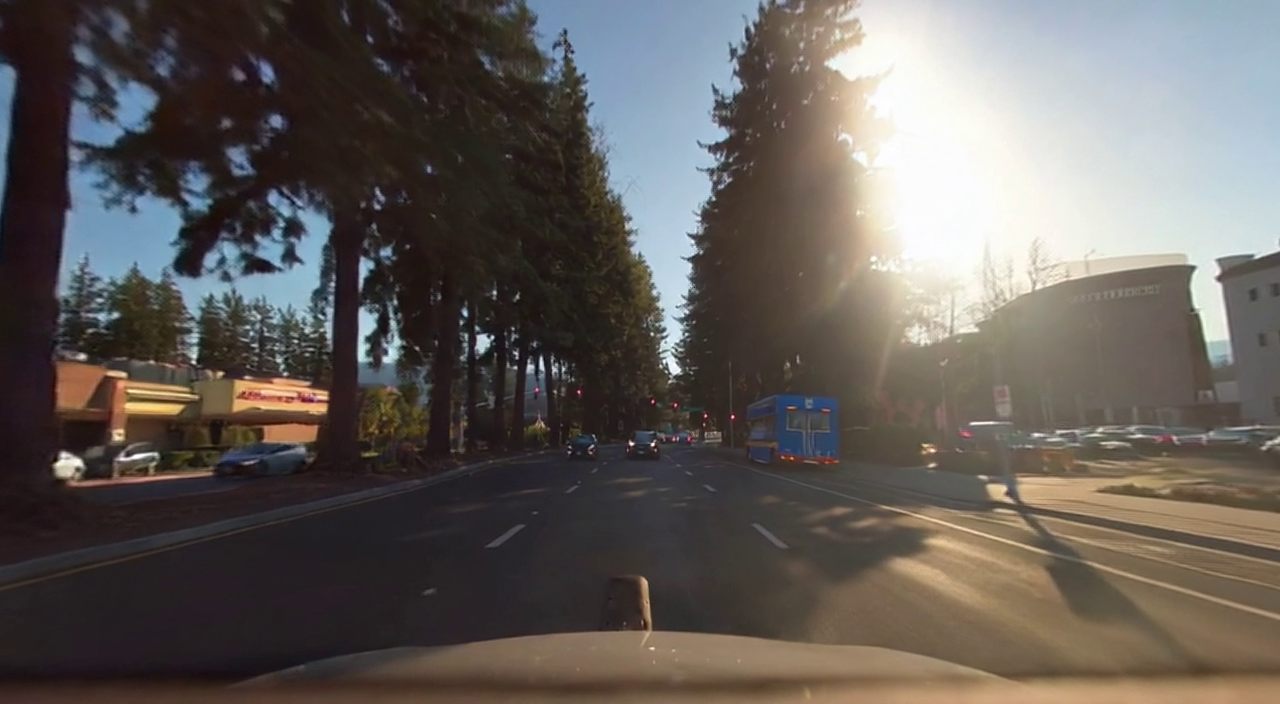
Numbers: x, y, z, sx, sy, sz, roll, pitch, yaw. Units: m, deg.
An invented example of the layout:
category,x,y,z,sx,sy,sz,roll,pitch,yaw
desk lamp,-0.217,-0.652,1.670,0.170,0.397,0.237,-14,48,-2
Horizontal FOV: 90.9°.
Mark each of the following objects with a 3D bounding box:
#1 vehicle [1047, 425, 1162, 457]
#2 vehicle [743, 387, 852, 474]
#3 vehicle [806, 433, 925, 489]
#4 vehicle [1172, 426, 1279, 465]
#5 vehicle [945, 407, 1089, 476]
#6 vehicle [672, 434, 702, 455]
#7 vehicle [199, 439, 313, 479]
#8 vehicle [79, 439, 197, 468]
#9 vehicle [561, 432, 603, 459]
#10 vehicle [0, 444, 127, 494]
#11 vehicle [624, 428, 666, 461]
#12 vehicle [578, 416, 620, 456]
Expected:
category,x,y,z,sx,sy,sz,roll,pitch,yaw
vehicle,29.542,5.713,40.369,5.568,1.930,2.081,-5,-9,29
vehicle,6.824,3.628,28.708,2.891,3.361,7.843,0,-8,0
vehicle,6.720,3.280,19.392,1.980,1.473,4.537,-1,-8,0
vehicle,26.124,4.006,27.105,4.545,1.571,1.769,-5,-9,26
vehicle,13.744,3.238,22.891,5.354,2.214,2.504,6,-10,-37
vehicle,3.608,7.181,48.993,2.075,1.540,4.411,-1,-8,1
vehicle,-15.693,4.371,26.084,1.836,1.464,4.440,-1,-8,1
vehicle,-29.343,5.936,37.148,1.971,1.578,5.304,-2,-8,11
vehicle,-3.400,5.593,37.815,2.008,1.500,4.369,-1,-8,1
vehicle,-22.733,4.382,24.089,1.936,1.654,4.857,-1,-8,4
vehicle,0.284,5.179,35.392,2.209,1.718,4.008,-1,-8,1
vehicle,-3.081,6.561,48.966,2.715,2.791,7.171,-1,-8,1
